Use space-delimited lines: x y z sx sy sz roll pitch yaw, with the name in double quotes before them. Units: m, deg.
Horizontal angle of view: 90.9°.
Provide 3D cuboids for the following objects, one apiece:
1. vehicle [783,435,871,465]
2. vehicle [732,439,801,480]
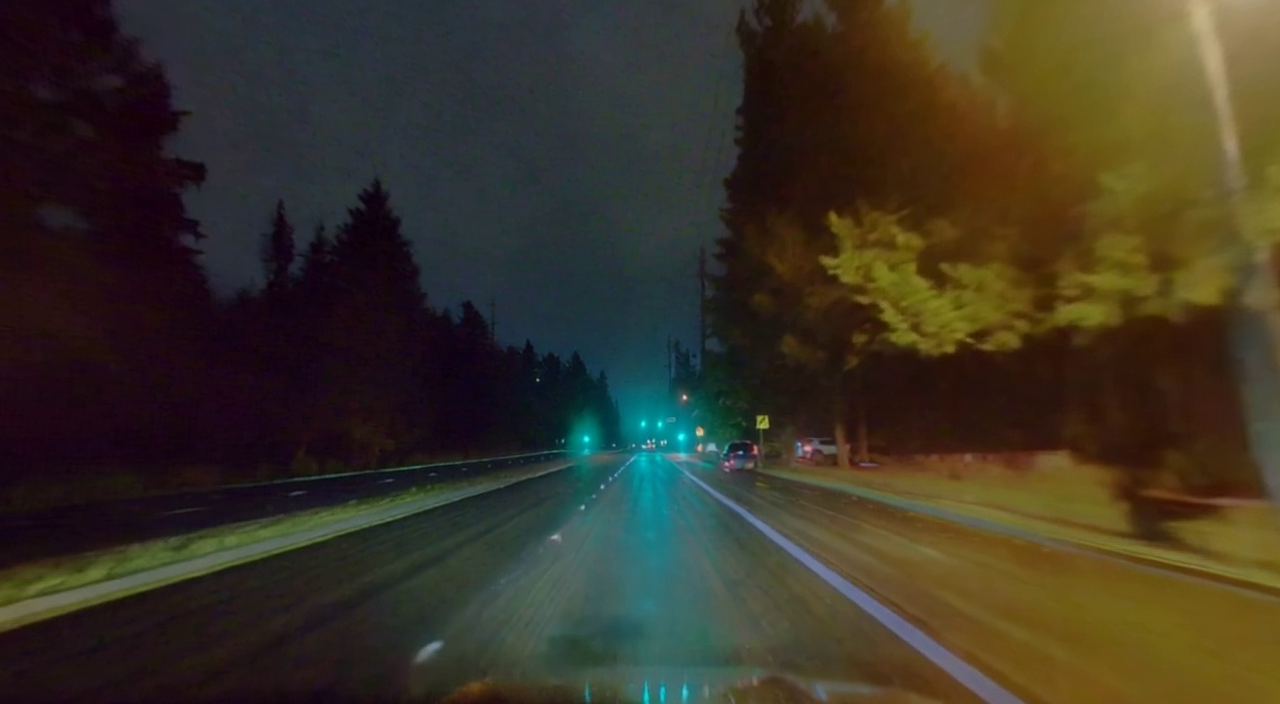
"vehicle" 11.981 6.300 40.654 4.920 1.826 2.328 1 -8 0
"vehicle" 5.072 4.373 25.970 1.920 1.514 4.746 0 -8 1
